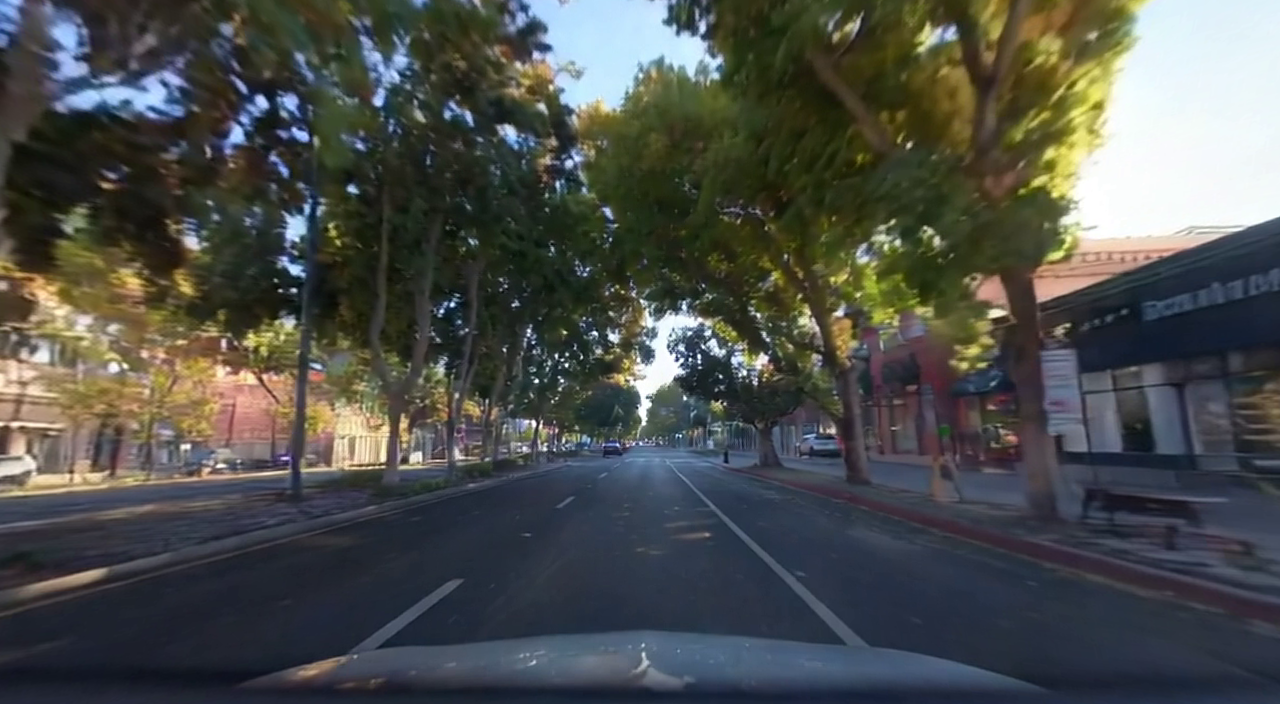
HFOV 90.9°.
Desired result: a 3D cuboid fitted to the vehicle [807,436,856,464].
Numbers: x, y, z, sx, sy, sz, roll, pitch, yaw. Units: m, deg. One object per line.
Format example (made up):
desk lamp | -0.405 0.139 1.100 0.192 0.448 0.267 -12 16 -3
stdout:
vehicle | 13.107 6.749 43.467 2.028 1.788 5.064 -1 -8 2
